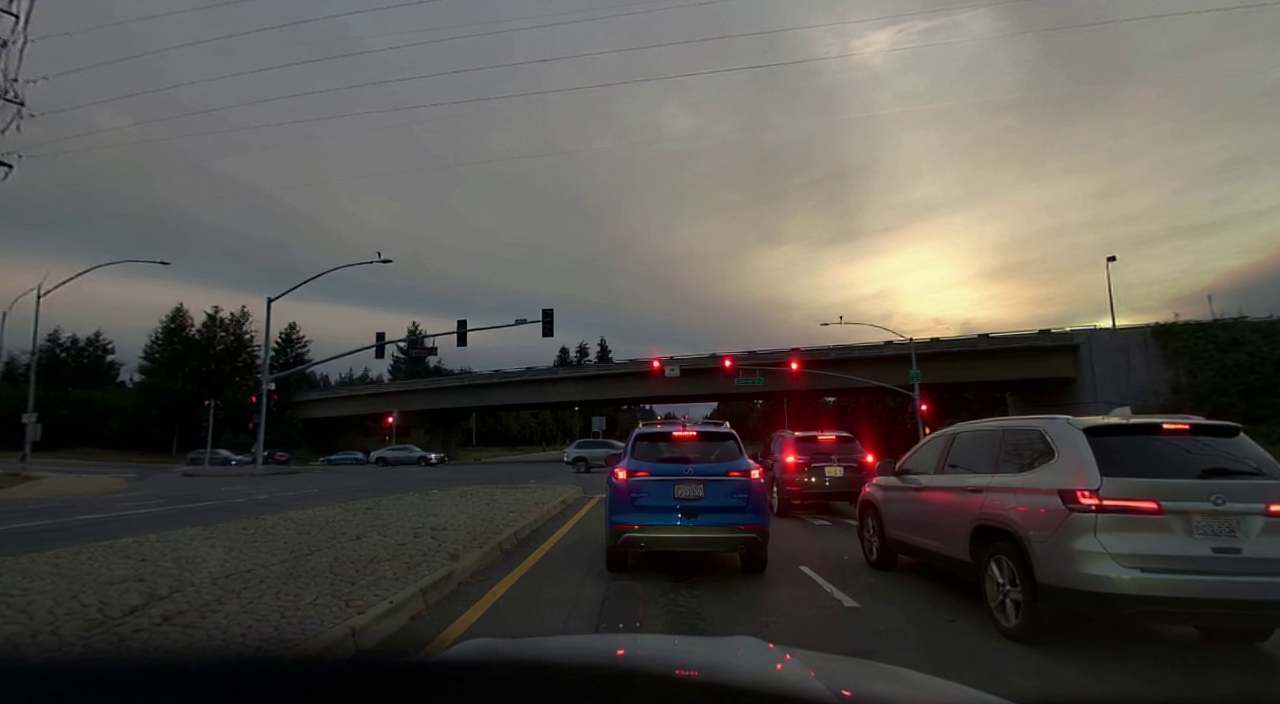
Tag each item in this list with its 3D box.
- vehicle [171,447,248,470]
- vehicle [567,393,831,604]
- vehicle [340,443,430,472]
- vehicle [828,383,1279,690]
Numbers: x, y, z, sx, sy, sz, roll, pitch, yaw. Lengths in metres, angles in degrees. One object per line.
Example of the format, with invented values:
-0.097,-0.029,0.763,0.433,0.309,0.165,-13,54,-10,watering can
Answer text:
-29.626,7.311,43.462,4.411,1.466,1.998,-3,-9,19,vehicle
0.445,1.562,7.615,2.240,1.778,4.335,0,-8,-2,vehicle
-15.727,6.491,39.092,4.673,1.740,2.174,-2,-9,13,vehicle
3.415,1.336,5.789,1.990,1.649,4.625,0,-8,1,vehicle
